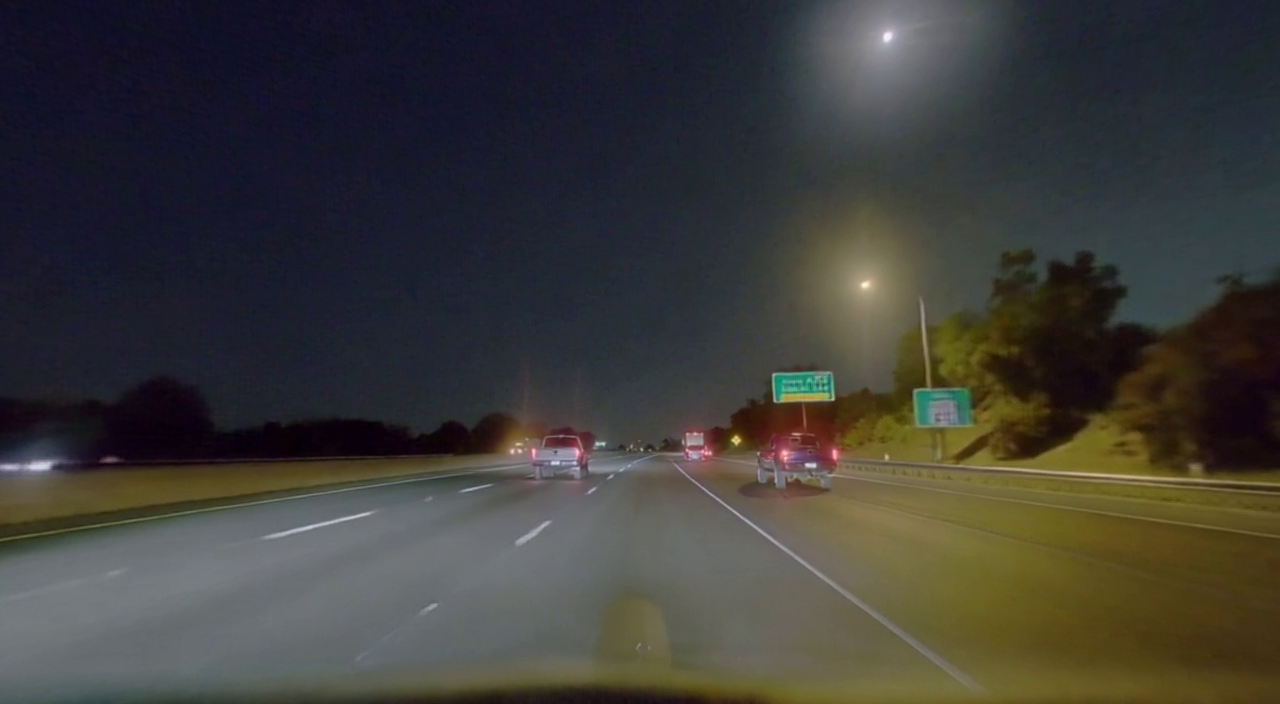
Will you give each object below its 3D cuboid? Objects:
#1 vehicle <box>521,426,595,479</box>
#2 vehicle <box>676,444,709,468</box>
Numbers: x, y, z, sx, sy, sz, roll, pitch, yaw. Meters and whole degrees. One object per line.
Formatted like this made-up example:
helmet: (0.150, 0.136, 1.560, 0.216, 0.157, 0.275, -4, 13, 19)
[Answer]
vehicle: (-3.716, 4.784, 30.083, 2.496, 2.203, 6.317, 0, -9, 2)
vehicle: (3.851, 7.671, 46.694, 2.095, 1.668, 4.135, 0, -9, 0)
